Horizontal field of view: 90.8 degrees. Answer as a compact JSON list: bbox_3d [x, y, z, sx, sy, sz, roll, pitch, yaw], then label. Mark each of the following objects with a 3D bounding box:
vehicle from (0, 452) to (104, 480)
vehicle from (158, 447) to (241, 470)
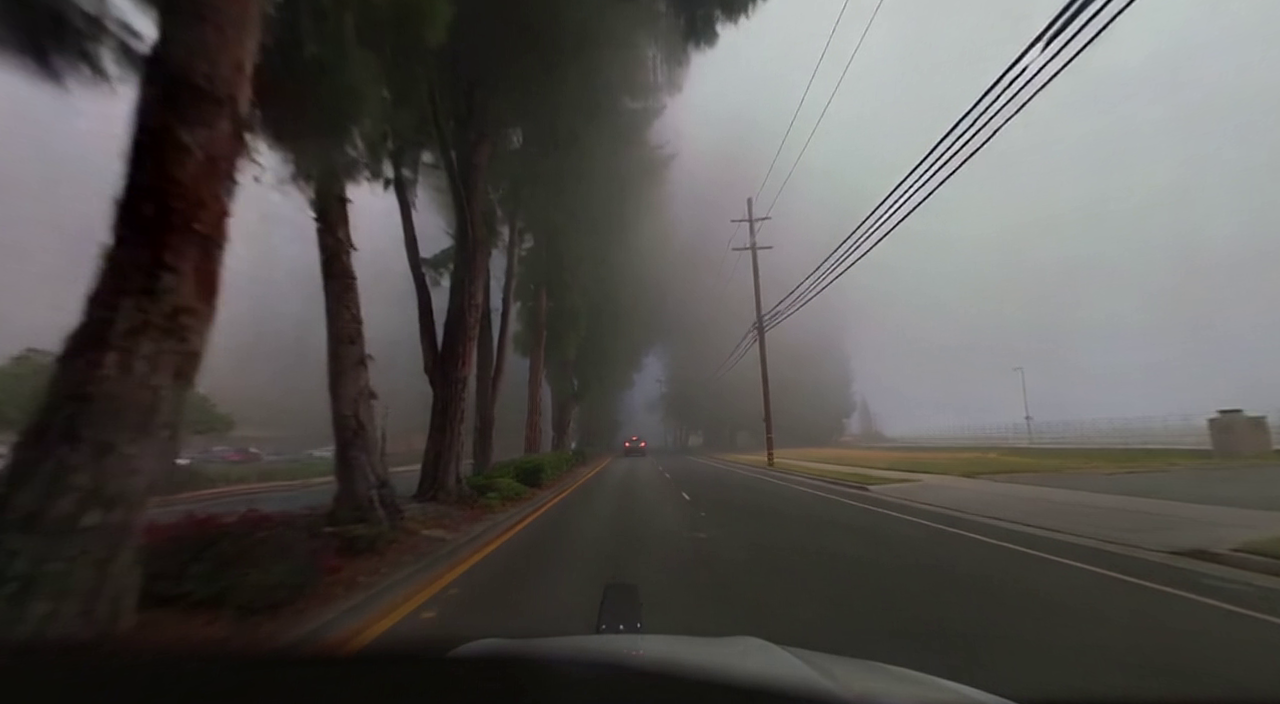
[{"bbox_3d":[-33.718,6.481,35.919,4.557,1.493,2.049,0,-8,0],"label":"vehicle"},{"bbox_3d":[-34.040,8.208,48.916,4.662,1.660,2.312,0,-8,-2],"label":"vehicle"}]
